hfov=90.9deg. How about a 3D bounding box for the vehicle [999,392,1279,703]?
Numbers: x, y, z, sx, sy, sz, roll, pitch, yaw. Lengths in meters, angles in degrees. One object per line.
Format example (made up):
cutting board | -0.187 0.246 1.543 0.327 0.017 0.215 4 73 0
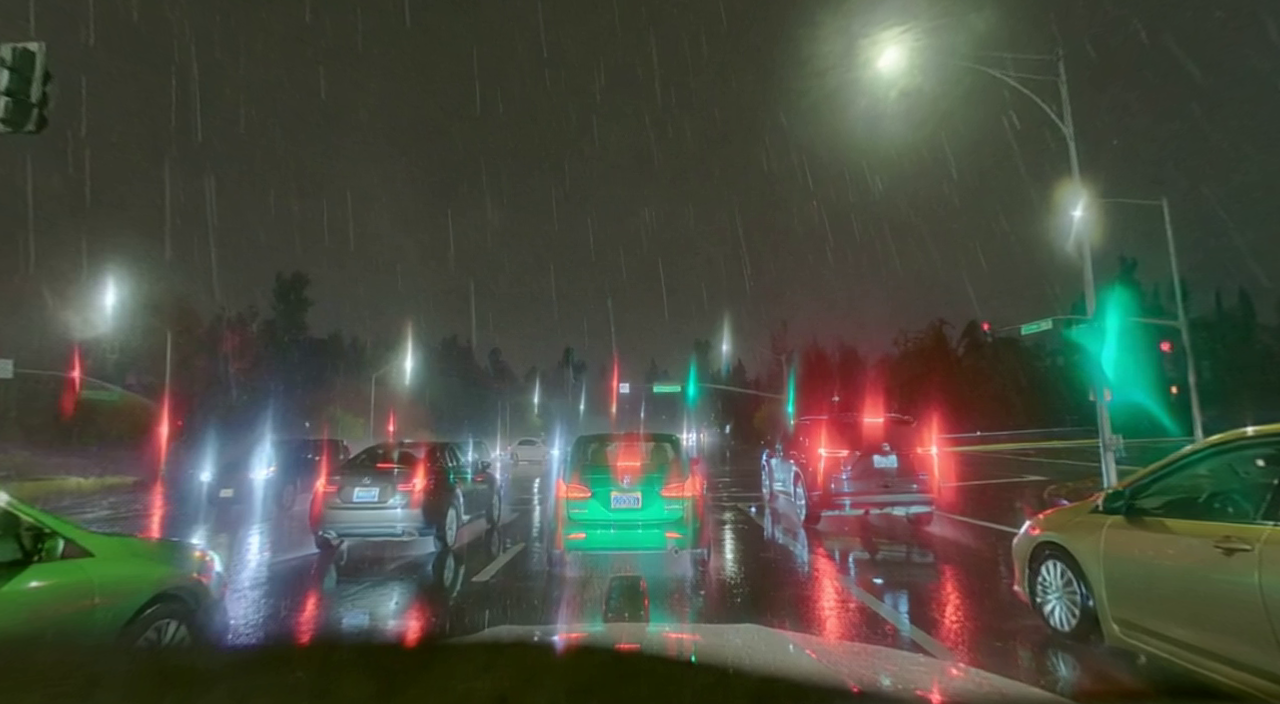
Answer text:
vehicle | 3.929 0.970 3.103 1.800 1.519 4.198 0 -8 -1

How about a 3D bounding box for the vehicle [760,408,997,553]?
vehicle | 3.310 1.870 9.827 1.992 1.744 4.183 0 -8 -1

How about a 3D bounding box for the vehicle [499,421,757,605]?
vehicle | -0.134 1.643 7.359 2.140 1.499 4.119 0 -8 -1

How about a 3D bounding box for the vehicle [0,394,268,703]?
vehicle | -3.478 0.863 1.837 2.016 1.547 4.414 0 -8 1

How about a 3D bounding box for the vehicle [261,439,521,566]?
vehicle | -3.307 2.068 9.530 1.995 1.436 4.373 -1 -8 2
